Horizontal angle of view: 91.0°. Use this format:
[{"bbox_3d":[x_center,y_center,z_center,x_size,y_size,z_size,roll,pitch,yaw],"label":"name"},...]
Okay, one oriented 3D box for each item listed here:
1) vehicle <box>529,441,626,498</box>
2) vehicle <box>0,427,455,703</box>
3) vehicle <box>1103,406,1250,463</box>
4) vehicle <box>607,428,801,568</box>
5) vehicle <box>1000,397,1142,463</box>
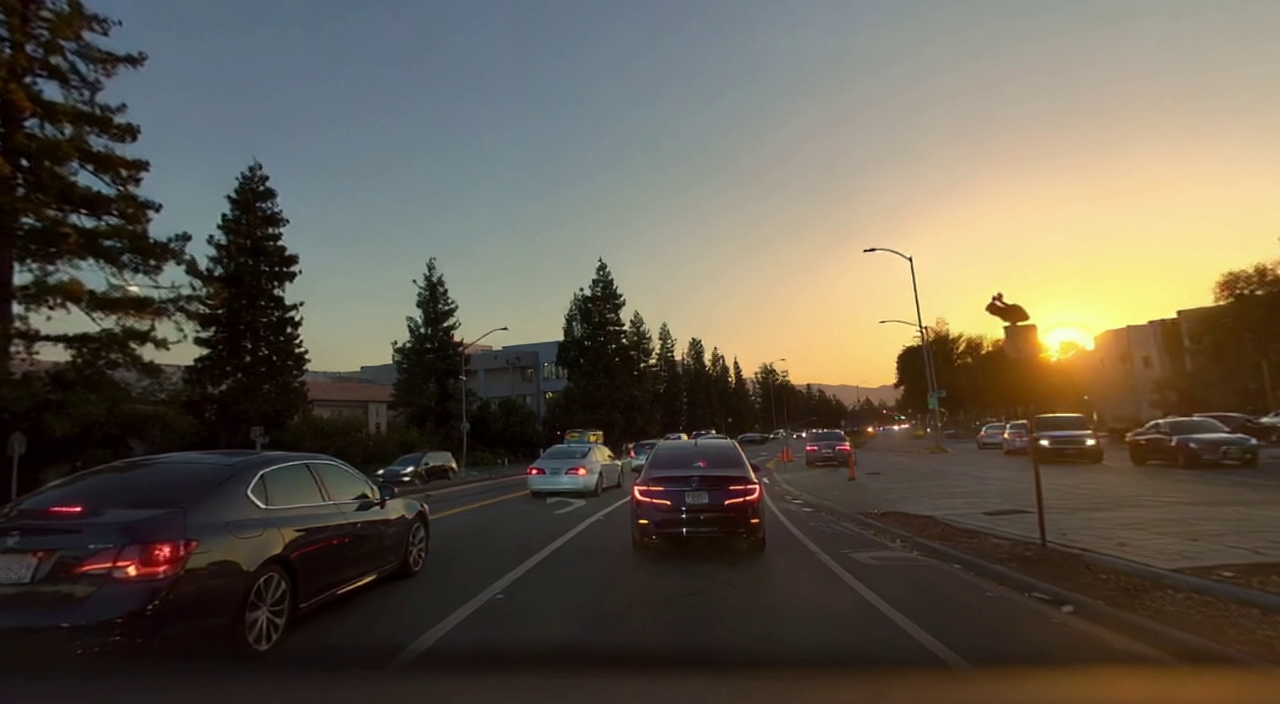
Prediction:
[{"bbox_3d":[-1.742,3.483,19.070,1.870,1.490,4.187,-2,-9,9],"label":"vehicle"},{"bbox_3d":[-3.208,1.437,5.106,1.940,1.502,4.241,-1,-9,3],"label":"vehicle"},{"bbox_3d":[17.307,2.725,20.608,1.803,1.518,3.893,-7,-9,10],"label":"vehicle"},{"bbox_3d":[0.868,1.938,9.154,2.142,1.528,4.133,-1,-9,5],"label":"vehicle"},{"bbox_3d":[14.218,2.689,21.191,2.288,1.933,4.612,-2,-9,13],"label":"vehicle"}]
